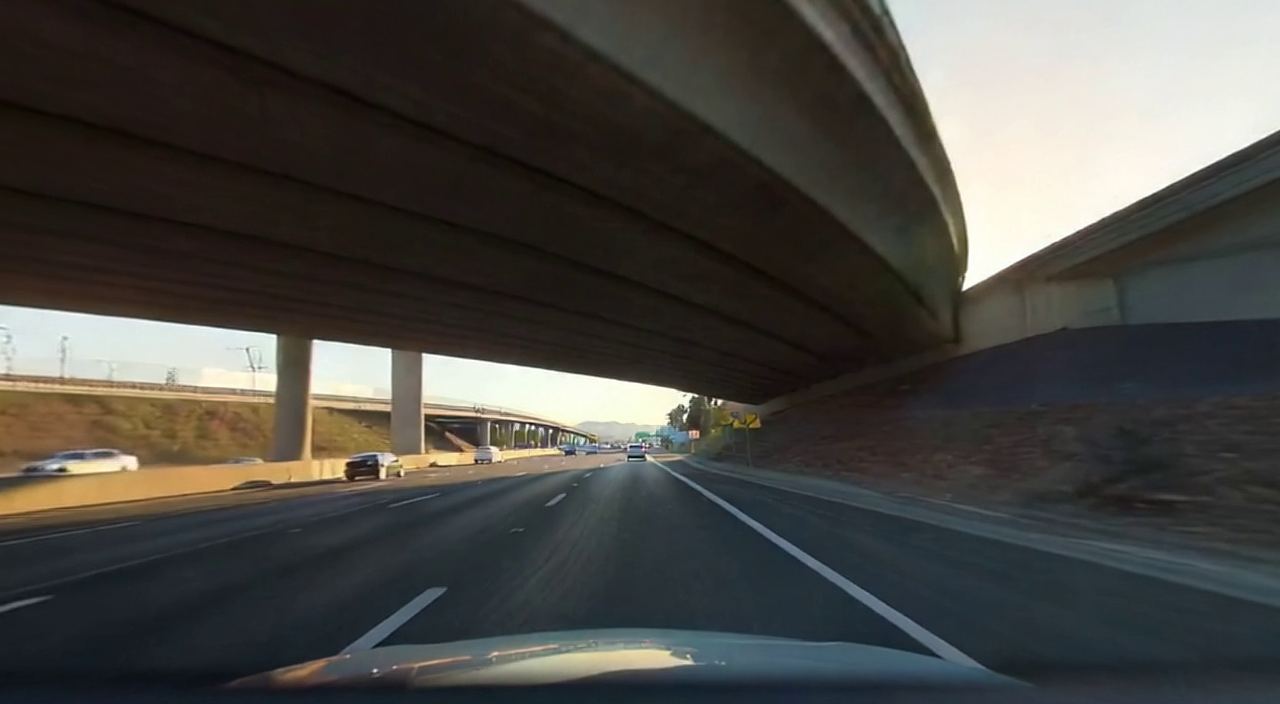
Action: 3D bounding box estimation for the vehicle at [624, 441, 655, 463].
[{"bbox_3d":[-0.093,7.073,44.964,2.086,1.472,4.168,0,-8,-2],"label":"vehicle"}]
